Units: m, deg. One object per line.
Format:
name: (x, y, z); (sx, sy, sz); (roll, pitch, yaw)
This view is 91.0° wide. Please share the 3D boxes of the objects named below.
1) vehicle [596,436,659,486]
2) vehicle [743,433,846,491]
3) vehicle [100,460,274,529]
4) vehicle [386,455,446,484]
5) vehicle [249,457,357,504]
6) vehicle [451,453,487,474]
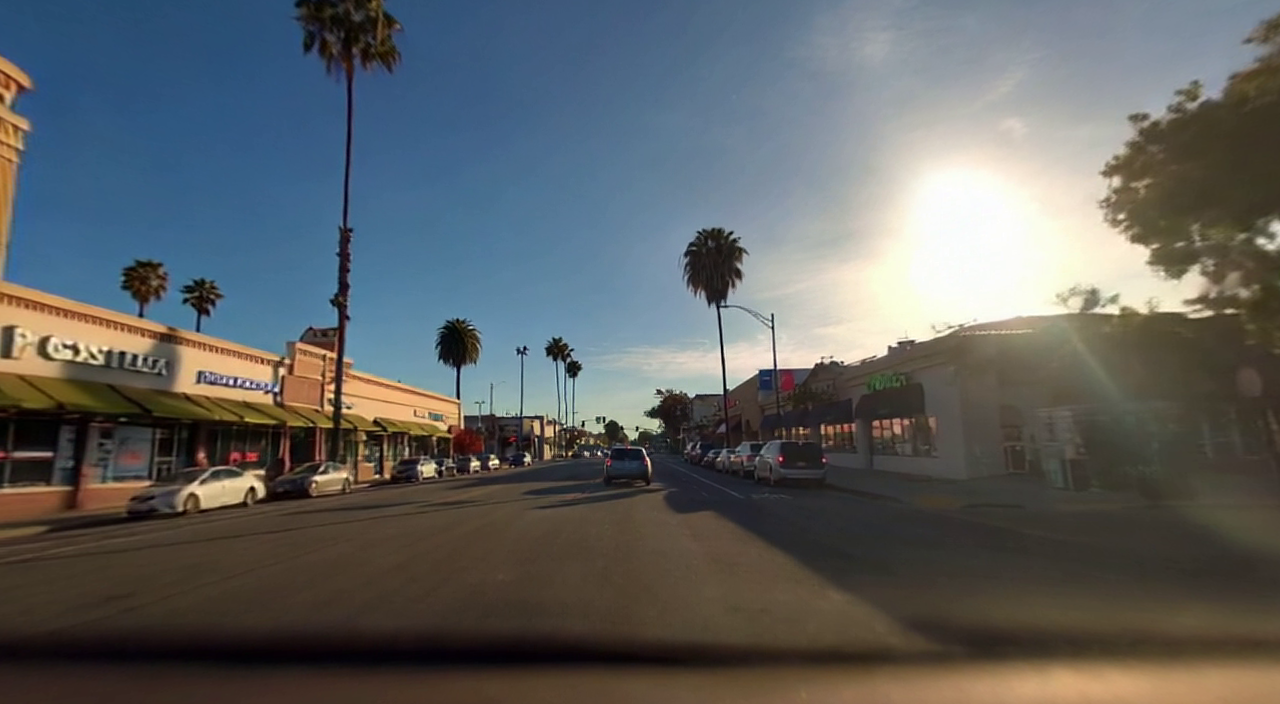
vehicle: (-0.429, 4.198, 24.497); (2.239, 1.763, 4.096); (0, -8, 0)
vehicle: (5.647, 4.111, 23.986); (2.430, 1.924, 5.779); (0, -8, 0)
vehicle: (-13.132, 4.101, 18.672); (1.881, 1.484, 4.565); (-5, -8, -1)
vehicle: (-13.234, 6.927, 37.462); (1.840, 1.521, 4.450); (0, -8, 1)
vehicle: (-13.331, 5.064, 25.242); (1.968, 1.472, 4.345); (-4, -9, 0)
vehicle: (-13.248, 8.687, 49.053); (1.774, 1.522, 3.699); (0, -8, 0)
